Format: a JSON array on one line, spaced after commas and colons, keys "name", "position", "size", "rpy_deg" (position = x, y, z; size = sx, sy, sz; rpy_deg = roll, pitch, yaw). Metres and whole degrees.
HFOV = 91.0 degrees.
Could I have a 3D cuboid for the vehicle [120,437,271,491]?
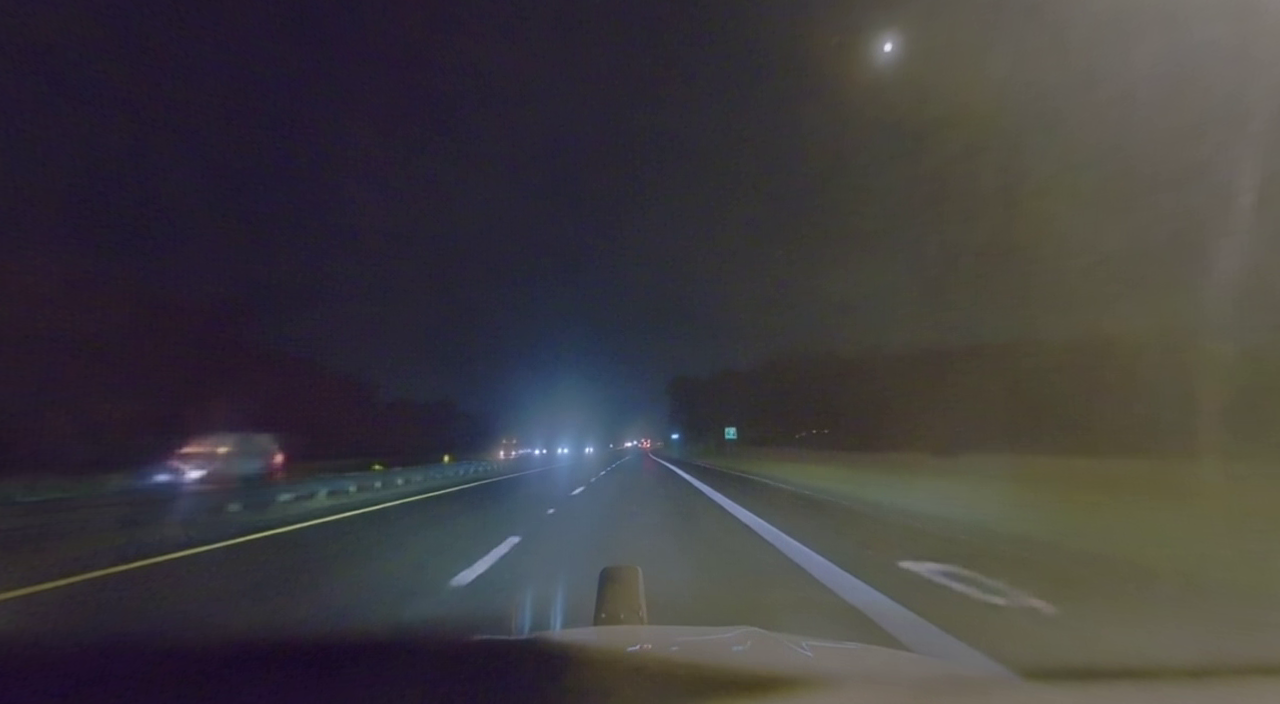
[{"name": "vehicle", "position": [-19.932, 5.032, 28.748], "size": [2.446, 2.197, 5.935], "rpy_deg": [0, -9, 1]}]
